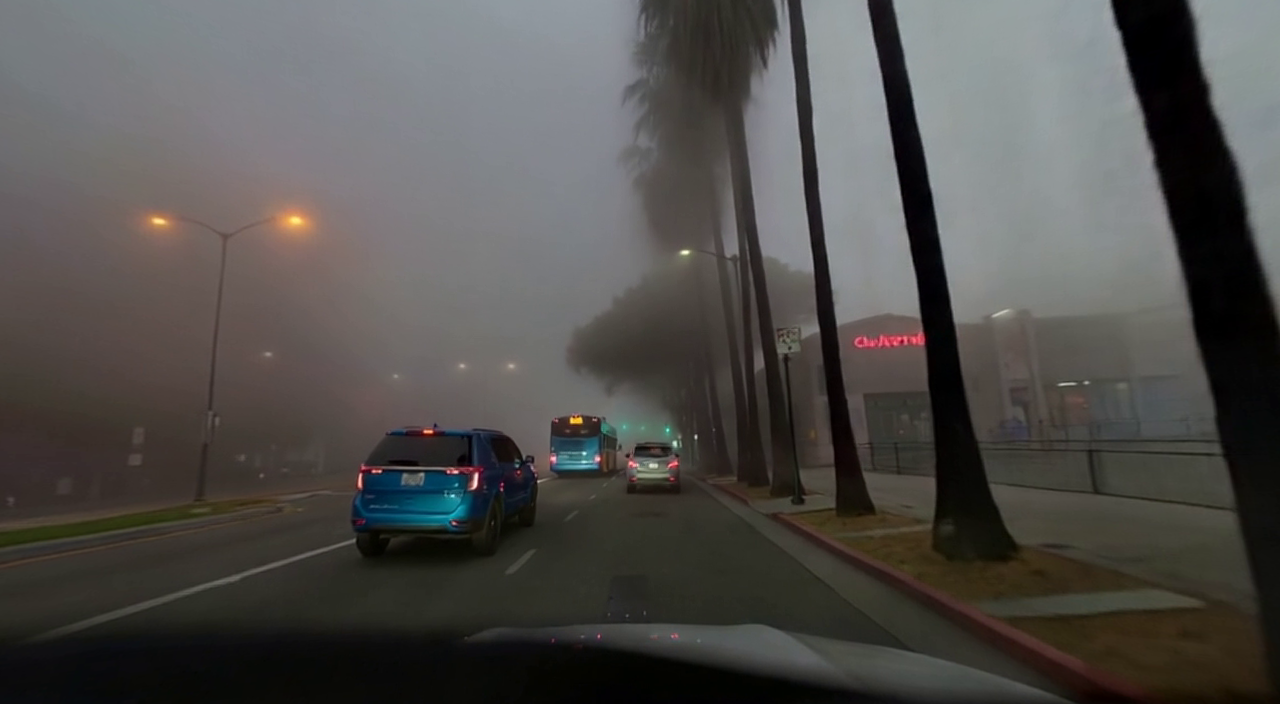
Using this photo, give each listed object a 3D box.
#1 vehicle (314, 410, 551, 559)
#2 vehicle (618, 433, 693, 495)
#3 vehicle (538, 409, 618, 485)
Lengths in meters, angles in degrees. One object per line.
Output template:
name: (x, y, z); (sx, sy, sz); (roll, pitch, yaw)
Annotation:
vehicle: (-2.869, 1.976, 10.066); (2.124, 1.799, 4.587); (0, -9, 1)
vehicle: (0.458, 3.461, 19.843); (2.120, 1.727, 3.917); (0, -9, 0)
vehicle: (-2.678, 4.511, 29.919); (2.775, 3.064, 8.297); (0, -9, 1)
